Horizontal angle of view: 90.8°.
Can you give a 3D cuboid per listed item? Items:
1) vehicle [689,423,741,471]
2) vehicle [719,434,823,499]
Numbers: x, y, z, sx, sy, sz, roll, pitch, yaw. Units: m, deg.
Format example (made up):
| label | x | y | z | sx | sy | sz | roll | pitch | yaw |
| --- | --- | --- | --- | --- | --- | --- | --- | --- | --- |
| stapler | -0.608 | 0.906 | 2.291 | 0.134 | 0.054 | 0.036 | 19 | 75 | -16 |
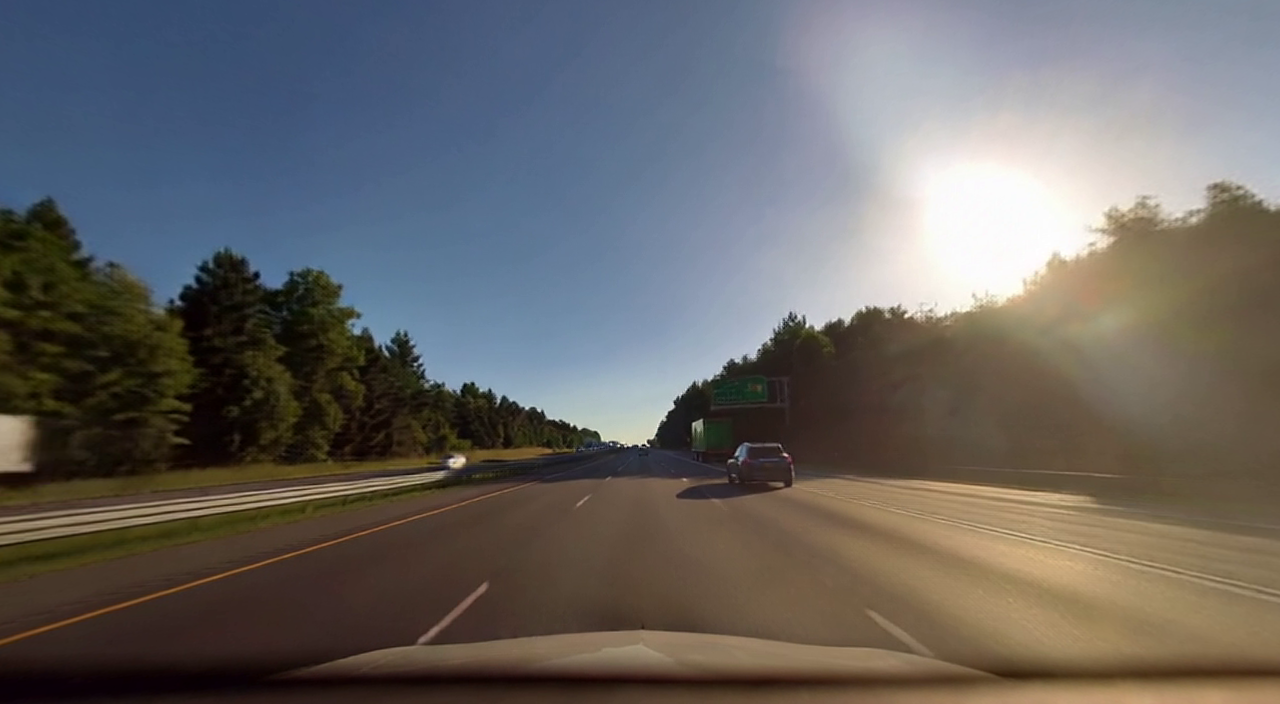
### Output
| label | x | y | z | sx | sy | sz | roll | pitch | yaw |
| --- | --- | --- | --- | --- | --- | --- | --- | --- | --- |
| vehicle | 4.283 | 5.567 | 36.978 | 2.300 | 2.564 | 5.643 | 0 | -9 | -1 |
| vehicle | 3.504 | 3.154 | 17.716 | 2.019 | 1.601 | 3.953 | 0 | -9 | 0 |
